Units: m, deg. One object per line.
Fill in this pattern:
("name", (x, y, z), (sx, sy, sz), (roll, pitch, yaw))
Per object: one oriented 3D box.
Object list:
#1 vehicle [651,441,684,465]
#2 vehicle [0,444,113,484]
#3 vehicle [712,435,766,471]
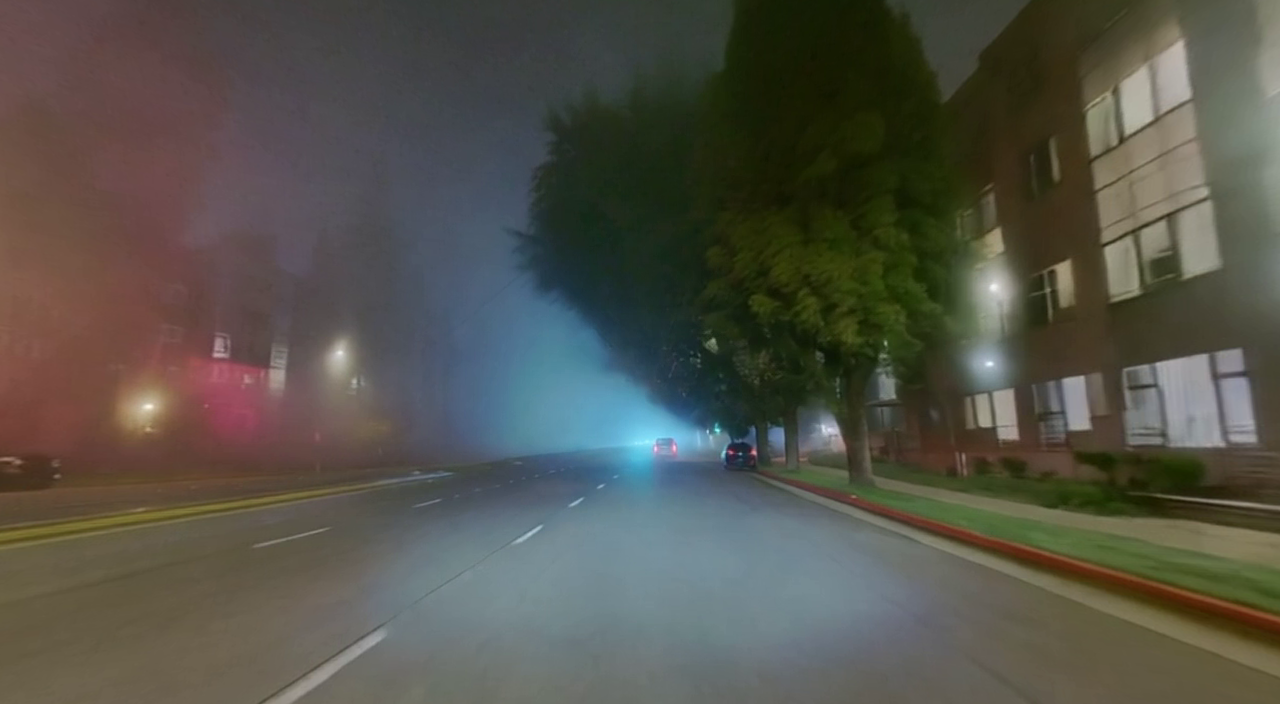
("vehicle", (1.690, 6.106, 38.410), (1.871, 1.370, 4.206), (-1, -8, 3))
("vehicle", (-24.820, 4.635, 26.284), (1.841, 1.493, 4.335), (-2, -9, 2))
("vehicle", (4.911, 5.110, 31.976), (2.121, 1.659, 4.675), (0, -8, 2))
